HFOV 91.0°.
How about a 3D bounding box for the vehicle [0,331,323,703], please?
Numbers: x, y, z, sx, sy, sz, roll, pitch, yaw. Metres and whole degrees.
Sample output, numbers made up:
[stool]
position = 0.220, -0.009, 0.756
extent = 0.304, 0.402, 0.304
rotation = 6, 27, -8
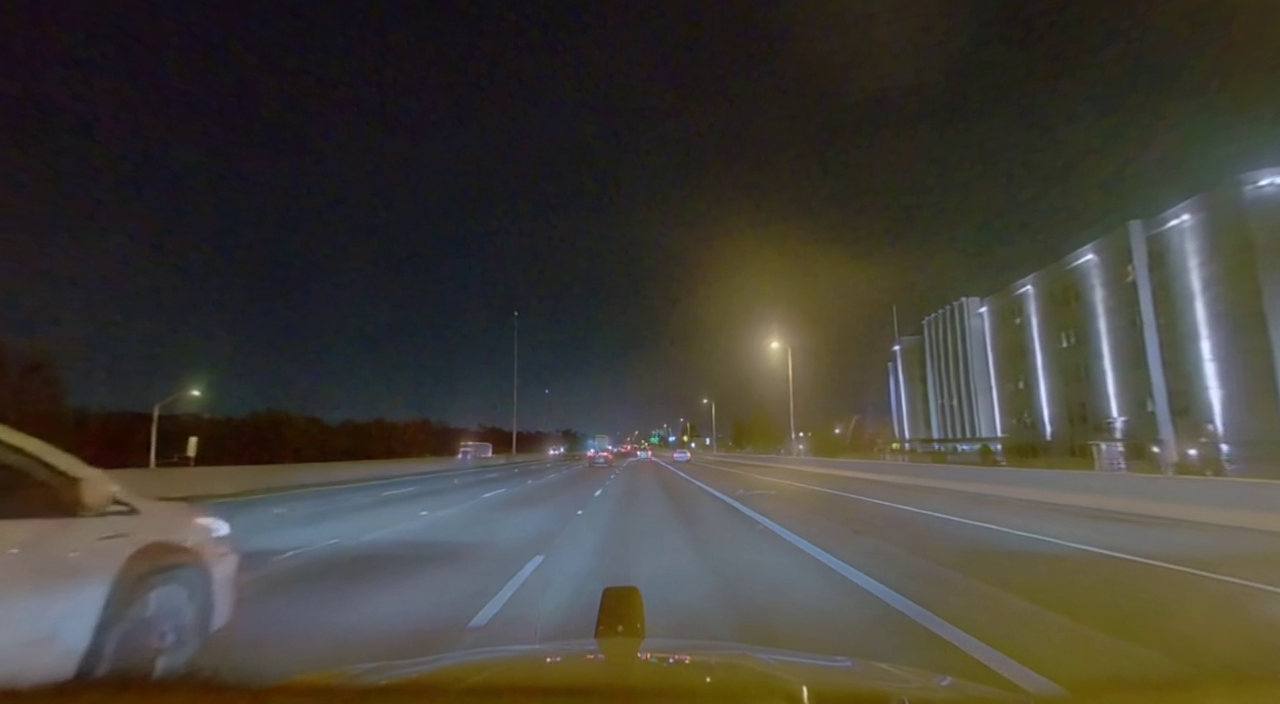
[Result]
[vehicle]
position = -3.346, 0.772, 2.087
extent = 2.075, 1.721, 4.763
rotation = 0, -9, 0
